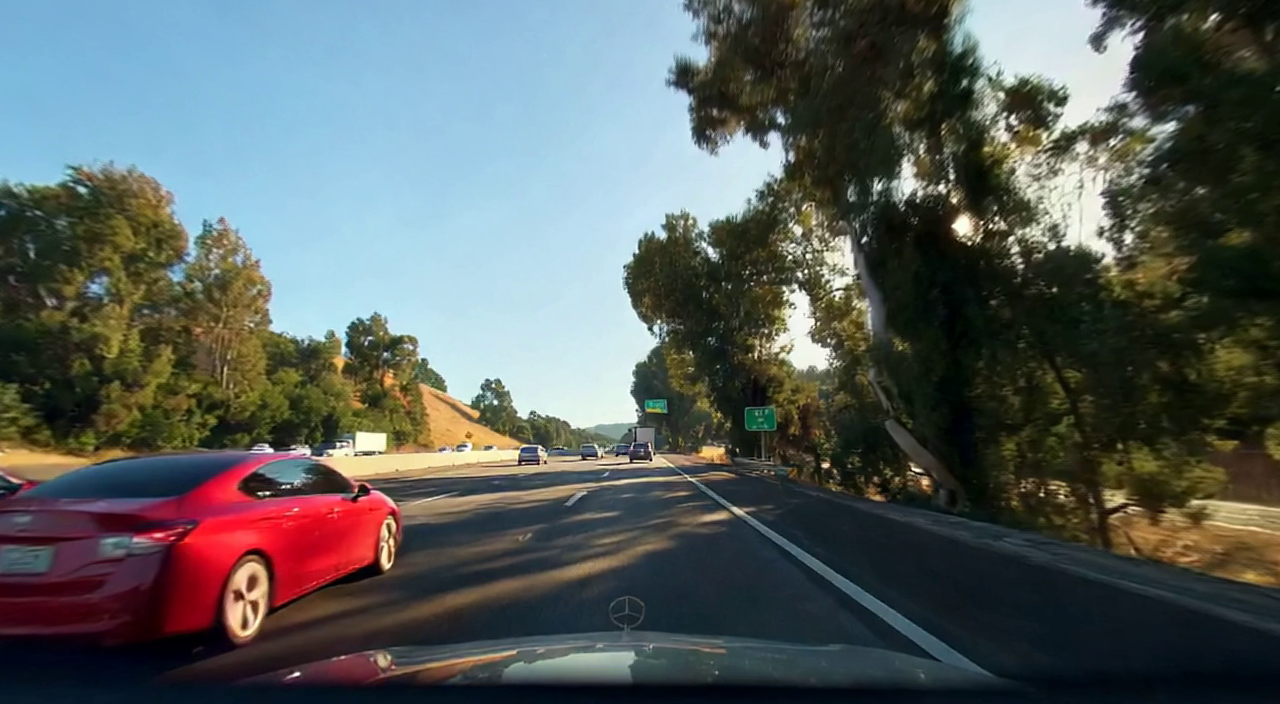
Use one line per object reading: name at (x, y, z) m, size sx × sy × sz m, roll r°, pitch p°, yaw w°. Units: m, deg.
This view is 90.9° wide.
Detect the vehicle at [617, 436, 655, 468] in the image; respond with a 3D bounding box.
vehicle at (-0.216, 6.359, 40.276) m, size 2.309 × 1.915 × 5.130 m, roll 0°, pitch -8°, yaw 1°

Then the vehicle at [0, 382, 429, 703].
vehicle at (-3.494, 1.235, 4.522) m, size 2.139 × 1.589 × 5.102 m, roll -1°, pitch -8°, yaw 1°
